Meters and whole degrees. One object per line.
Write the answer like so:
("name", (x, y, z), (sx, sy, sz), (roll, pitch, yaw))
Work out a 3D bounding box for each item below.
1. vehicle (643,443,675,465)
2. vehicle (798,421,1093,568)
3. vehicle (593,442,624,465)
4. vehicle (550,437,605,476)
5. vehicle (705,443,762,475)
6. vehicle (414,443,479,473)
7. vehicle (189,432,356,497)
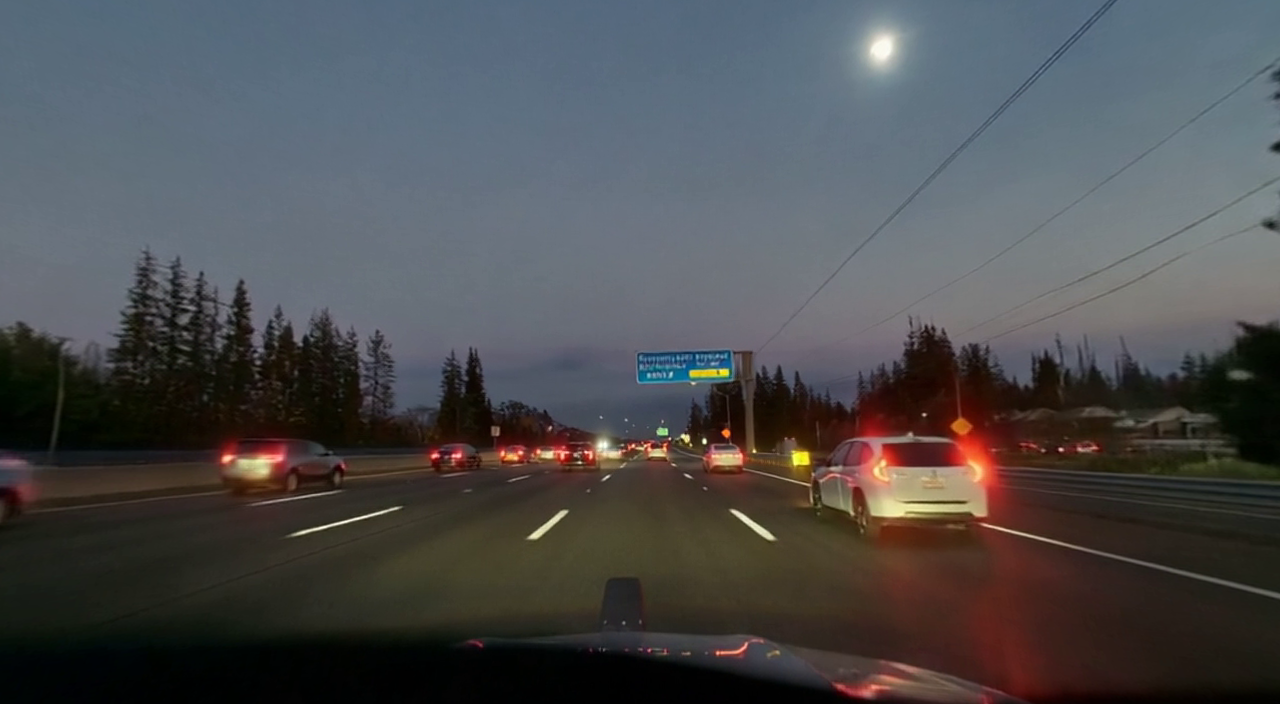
("vehicle", (1.351, 7.530, 46.796), (2.220, 1.575, 4.332), (0, -8, 0))
("vehicle", (3.880, 1.870, 9.100), (2.036, 1.580, 4.360), (0, -8, 0))
("vehicle", (-2.371, 7.795, 48.622), (2.133, 1.668, 4.505), (0, -8, 1))
("vehicle", (-2.976, 5.098, 31.017), (2.133, 1.775, 4.530), (0, -8, 1))
("vehicle", (4.506, 5.228, 31.116), (2.022, 1.472, 4.678), (0, -8, -1))
("vehicle", (-10.398, 5.714, 34.266), (1.926, 1.479, 4.688), (0, -8, 1))
("vehicle", (-10.710, 3.306, 18.901), (2.137, 1.690, 4.630), (0, -8, 1))
